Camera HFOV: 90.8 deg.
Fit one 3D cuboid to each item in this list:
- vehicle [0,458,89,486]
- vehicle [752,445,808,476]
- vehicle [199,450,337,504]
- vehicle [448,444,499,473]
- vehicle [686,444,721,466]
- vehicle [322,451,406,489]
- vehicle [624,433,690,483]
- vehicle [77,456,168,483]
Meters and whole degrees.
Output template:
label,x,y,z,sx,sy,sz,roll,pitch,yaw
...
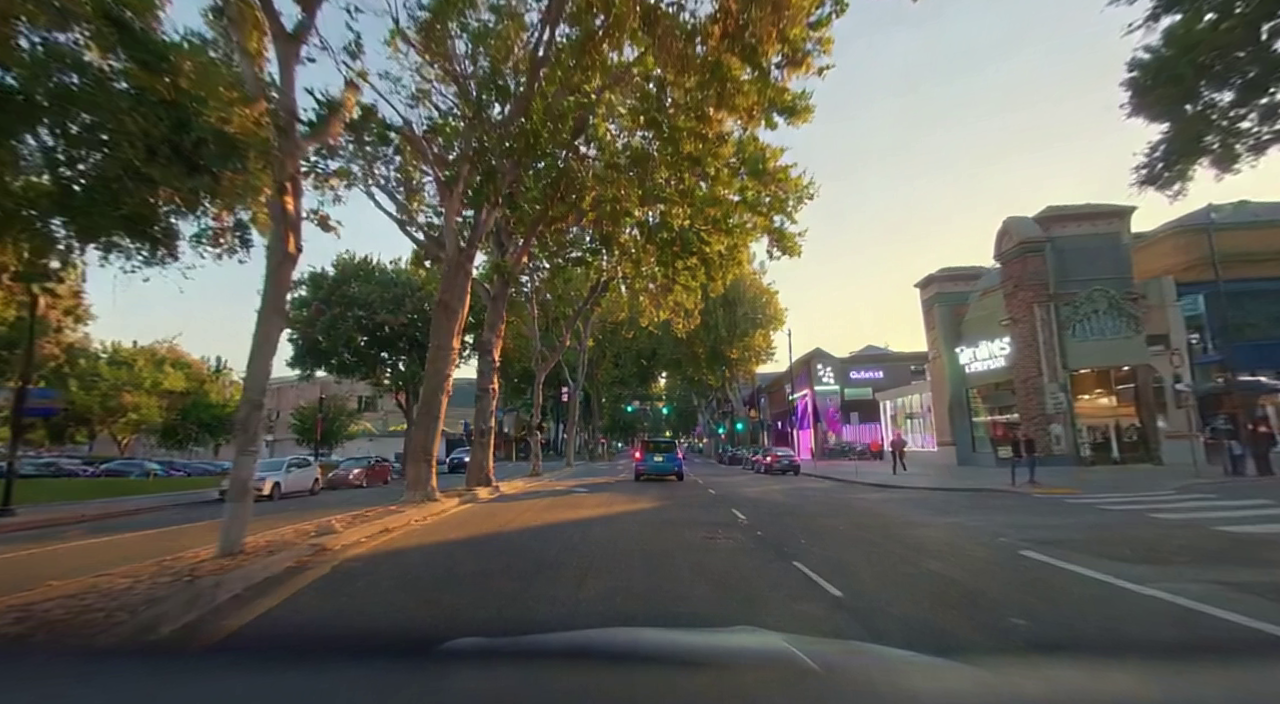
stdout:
label,x,y,z,sx,sy,sz,roll,pitch,yaw
vehicle,-39.564,7.953,42.074,1.832,1.657,4.339,0,-9,-1
vehicle,7.136,5.566,32.736,2.048,1.484,4.709,-1,-9,3
vehicle,-13.285,4.451,22.996,2.148,1.694,4.561,0,-9,2
vehicle,-12.416,7.989,47.576,2.197,1.985,5.183,-1,-9,3
vehicle,4.605,7.515,46.302,2.209,1.478,4.138,0,-9,2
vehicle,-13.143,5.631,30.430,1.934,1.639,4.387,0,-9,2
vehicle,0.672,4.175,25.131,2.382,1.796,4.610,0,-9,2
vehicle,-34.241,7.782,42.002,1.982,1.610,4.620,-3,-9,4
